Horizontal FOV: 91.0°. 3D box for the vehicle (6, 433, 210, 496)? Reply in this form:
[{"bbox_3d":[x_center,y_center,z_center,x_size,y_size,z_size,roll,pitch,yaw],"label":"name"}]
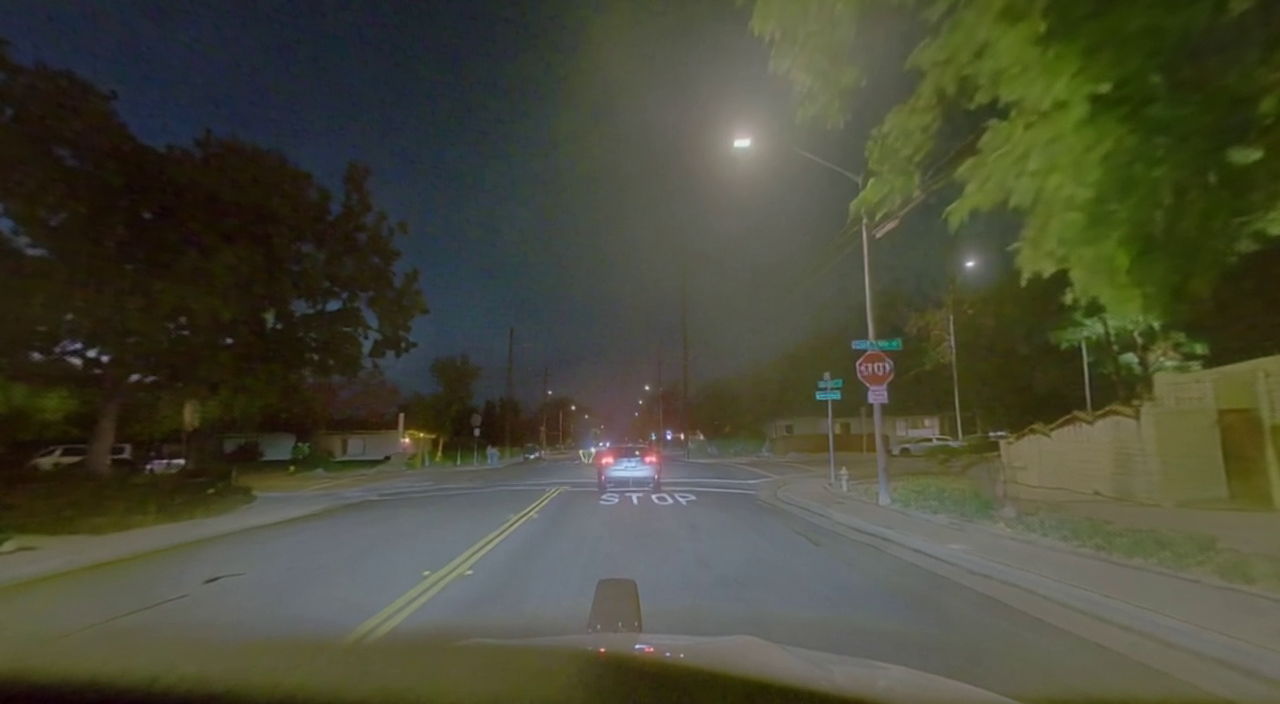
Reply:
[{"bbox_3d":[-20.951,4.460,25.052,5.796,1.946,2.391,-3,-10,-4],"label":"vehicle"}]

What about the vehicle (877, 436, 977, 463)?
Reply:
[{"bbox_3d":[16.501,5.606,36.338,4.748,1.488,2.029,1,-9,-4],"label":"vehicle"}]

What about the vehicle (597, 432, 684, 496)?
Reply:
[{"bbox_3d":[-0.056,2.968,17.012,2.043,1.484,4.340,0,-9,-2],"label":"vehicle"}]
